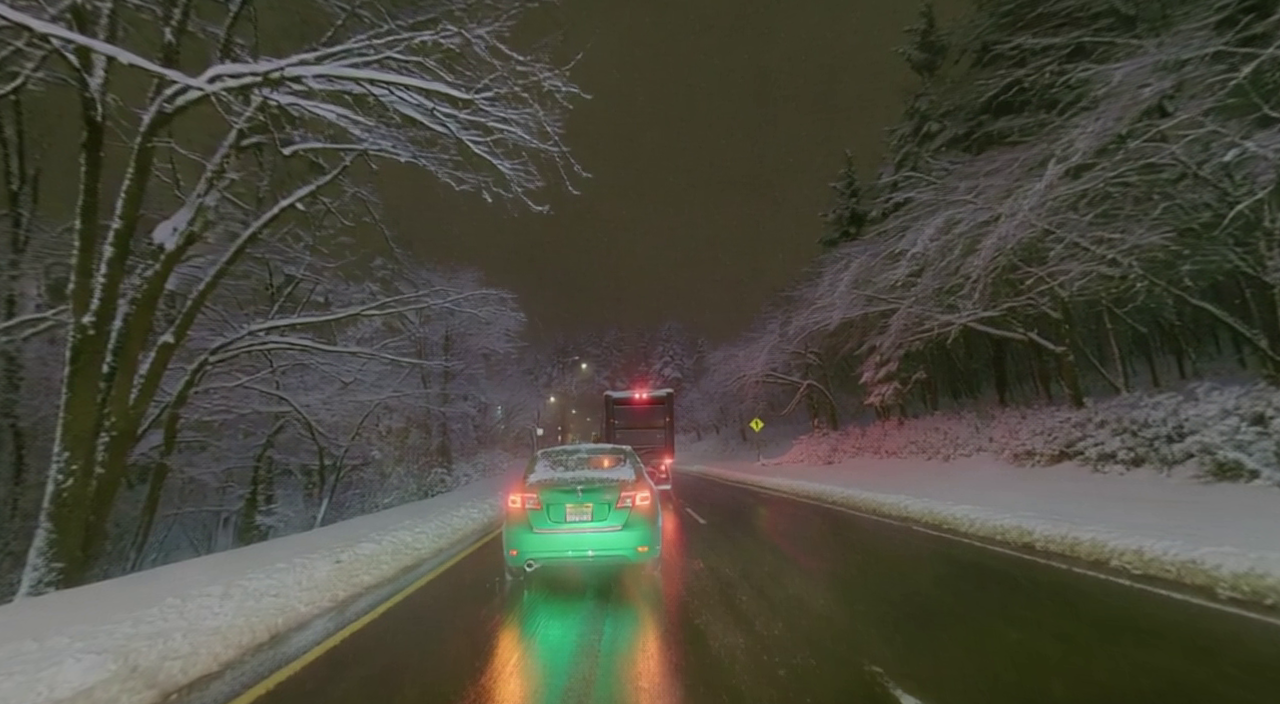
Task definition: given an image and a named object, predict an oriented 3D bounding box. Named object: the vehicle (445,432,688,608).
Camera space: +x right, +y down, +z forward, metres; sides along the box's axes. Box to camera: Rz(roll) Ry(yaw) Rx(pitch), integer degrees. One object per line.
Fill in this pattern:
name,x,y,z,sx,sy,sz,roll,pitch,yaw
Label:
vehicle,-0.622,1.754,7.510,2.076,1.490,4.078,0,-9,0
